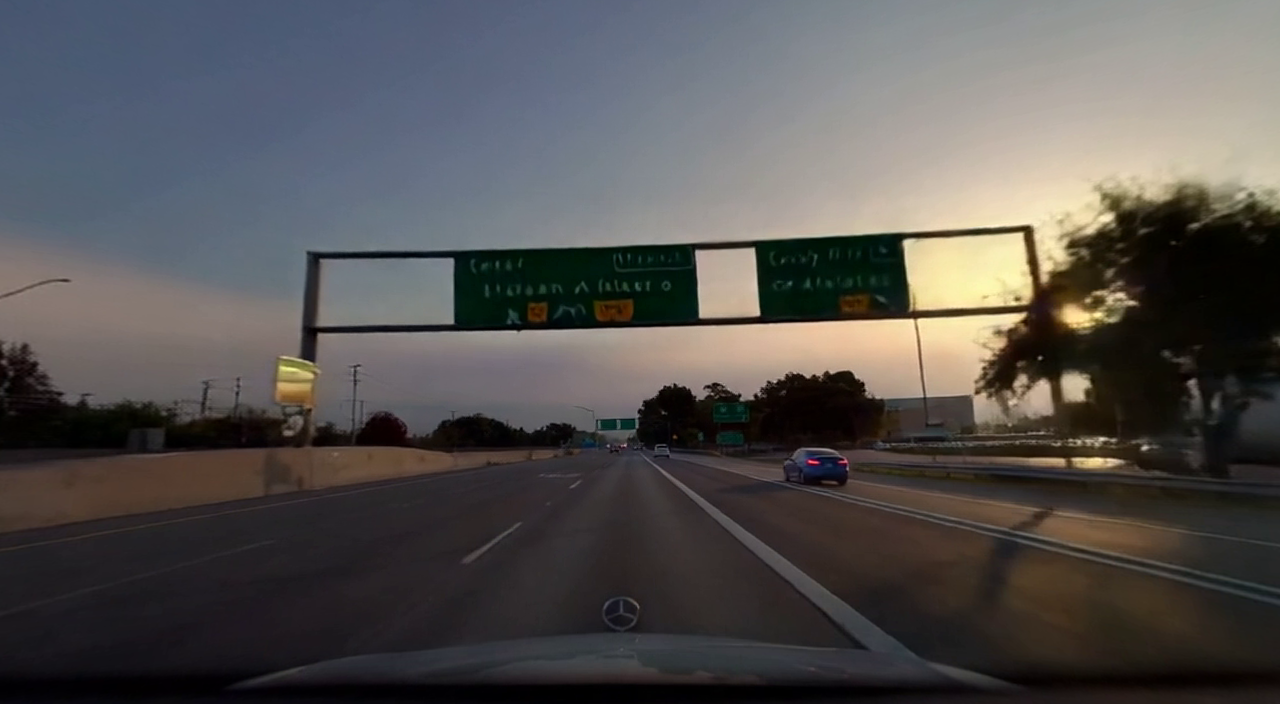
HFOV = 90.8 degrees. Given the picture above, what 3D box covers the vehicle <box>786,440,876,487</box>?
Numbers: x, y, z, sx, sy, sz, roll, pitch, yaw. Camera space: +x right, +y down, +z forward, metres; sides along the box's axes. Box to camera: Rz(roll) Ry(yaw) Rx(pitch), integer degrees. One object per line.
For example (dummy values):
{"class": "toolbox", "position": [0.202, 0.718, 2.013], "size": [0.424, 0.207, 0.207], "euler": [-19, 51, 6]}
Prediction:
{"class": "vehicle", "position": [6.874, 4.019, 23.250], "size": [1.958, 1.498, 4.447], "euler": [0, -8, 0]}
